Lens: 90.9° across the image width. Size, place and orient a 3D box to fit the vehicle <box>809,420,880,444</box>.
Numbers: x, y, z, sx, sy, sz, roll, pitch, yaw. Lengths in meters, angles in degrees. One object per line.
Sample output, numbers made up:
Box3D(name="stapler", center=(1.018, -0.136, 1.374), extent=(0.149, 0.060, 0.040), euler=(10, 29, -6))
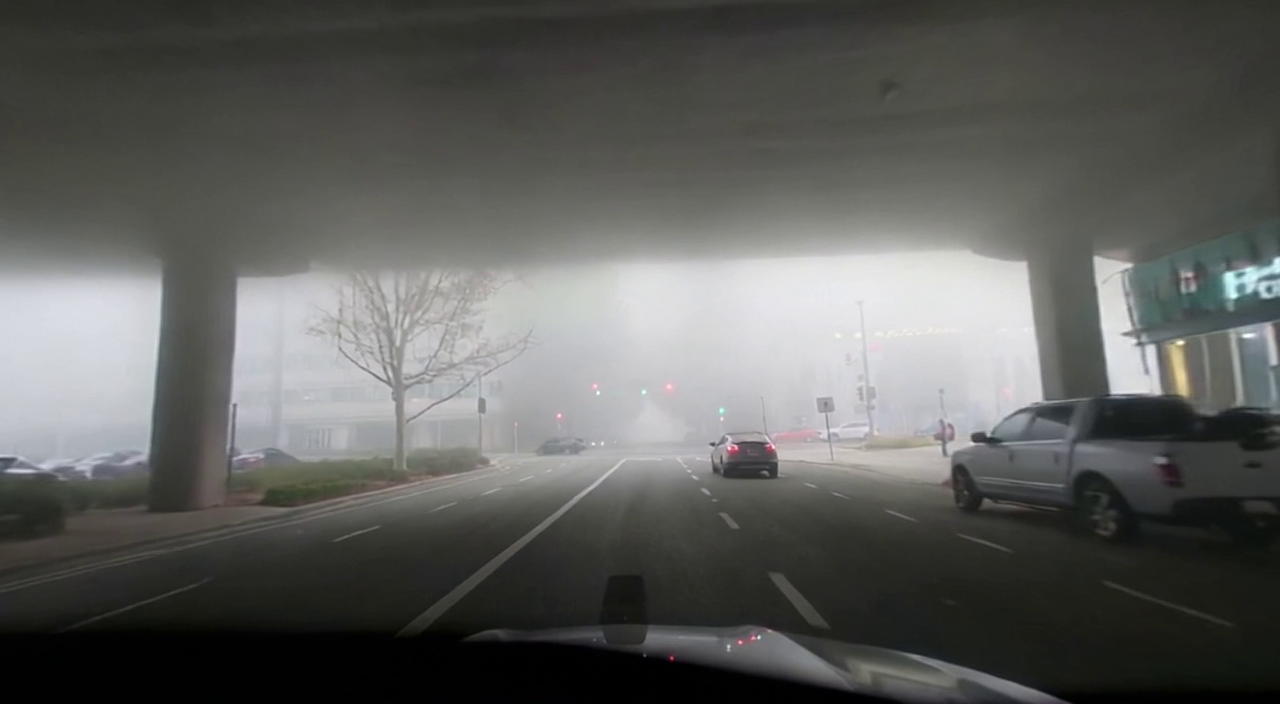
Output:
Box3D(name="vehicle", center=(15.259, 5.988, 47.252), extent=(4.611, 1.778, 1.939), euler=(0, -8, 1))

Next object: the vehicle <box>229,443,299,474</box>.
Box3D(name="vehicle", center=(-22.675, 6.413, 38.231), extent=(1.757, 1.699, 3.854), euler=(0, -8, 2))

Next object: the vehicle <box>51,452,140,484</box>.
Box3D(name="vehicle", center=(-32.850, 6.970, 38.183), extent=(1.735, 1.721, 3.993), euler=(0, -8, 1))

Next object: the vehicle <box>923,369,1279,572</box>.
Box3D(name="vehicle", center=(6.855, 1.619, 9.560), extent=(2.433, 2.116, 5.789), euler=(0, -8, 0))

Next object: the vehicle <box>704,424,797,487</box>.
Box3D(name="vehicle", center=(3.011, 2.903, 18.038), extent=(1.947, 1.576, 3.825), euler=(0, -8, 0))

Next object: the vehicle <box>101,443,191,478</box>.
Box3D(name="vehicle", center=(-29.804, 6.529, 38.241), extent=(1.811, 1.942, 4.376), euler=(0, -8, 1))

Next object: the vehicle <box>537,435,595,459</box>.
Box3D(name="vehicle", center=(-5.180, 6.599, 43.908), extent=(2.099, 1.562, 4.037), euler=(7, -10, -41))

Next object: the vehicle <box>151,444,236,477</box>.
Box3D(name="vehicle", center=(-27.040, 6.534, 38.400), extent=(1.807, 1.795, 4.566), euler=(0, -8, 1))
